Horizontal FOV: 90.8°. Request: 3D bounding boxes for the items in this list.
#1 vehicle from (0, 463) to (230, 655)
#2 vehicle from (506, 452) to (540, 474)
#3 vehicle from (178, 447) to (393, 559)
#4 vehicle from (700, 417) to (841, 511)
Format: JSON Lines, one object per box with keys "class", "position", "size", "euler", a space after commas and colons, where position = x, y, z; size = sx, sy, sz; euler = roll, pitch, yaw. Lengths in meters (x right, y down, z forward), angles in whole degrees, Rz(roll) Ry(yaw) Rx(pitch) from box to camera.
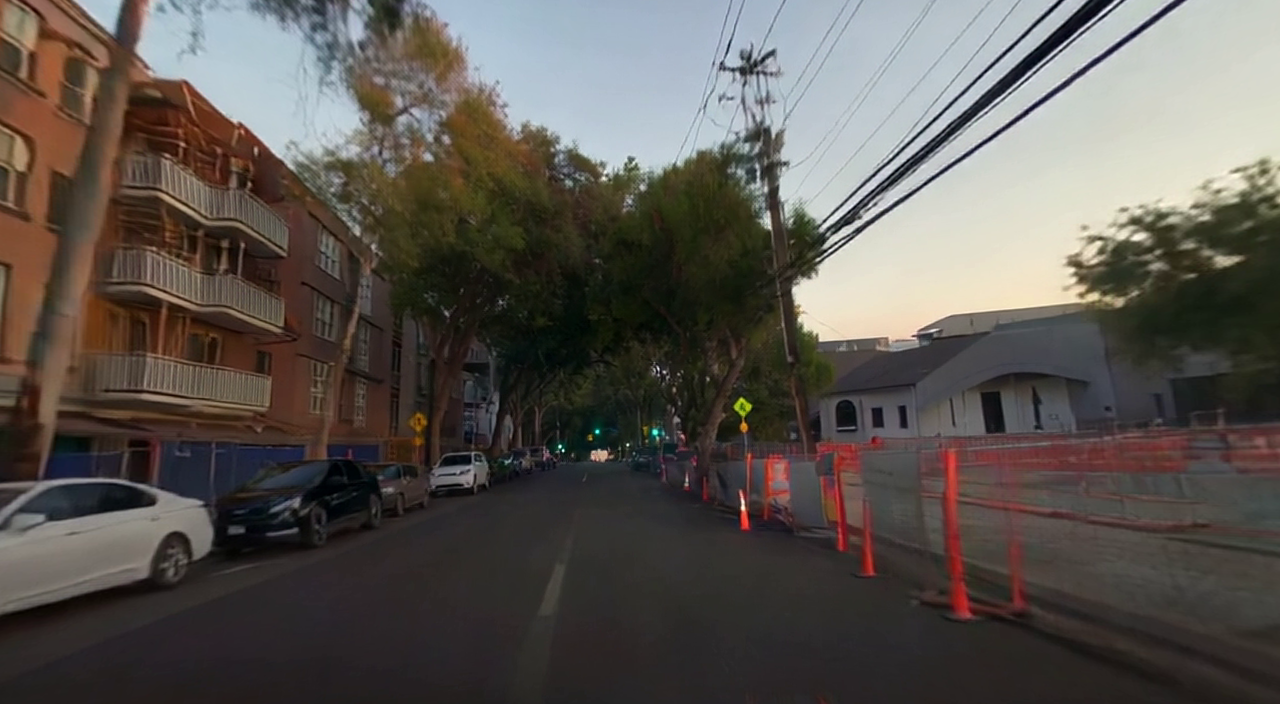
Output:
{"class": "vehicle", "position": [-6.125, 1.833, 5.835], "size": [1.967, 1.483, 4.347], "euler": [1, -13, -4]}
{"class": "vehicle", "position": [-8.417, 7.994, 45.639], "size": [1.968, 1.450, 4.271], "euler": [0, -8, -4]}
{"class": "vehicle", "position": [-6.385, 2.677, 12.055], "size": [1.996, 1.695, 4.127], "euler": [1, -8, -6]}
{"class": "vehicle", "position": [2.835, 2.766, 14.909], "size": [1.994, 1.857, 4.393], "euler": [1, -14, -5]}
